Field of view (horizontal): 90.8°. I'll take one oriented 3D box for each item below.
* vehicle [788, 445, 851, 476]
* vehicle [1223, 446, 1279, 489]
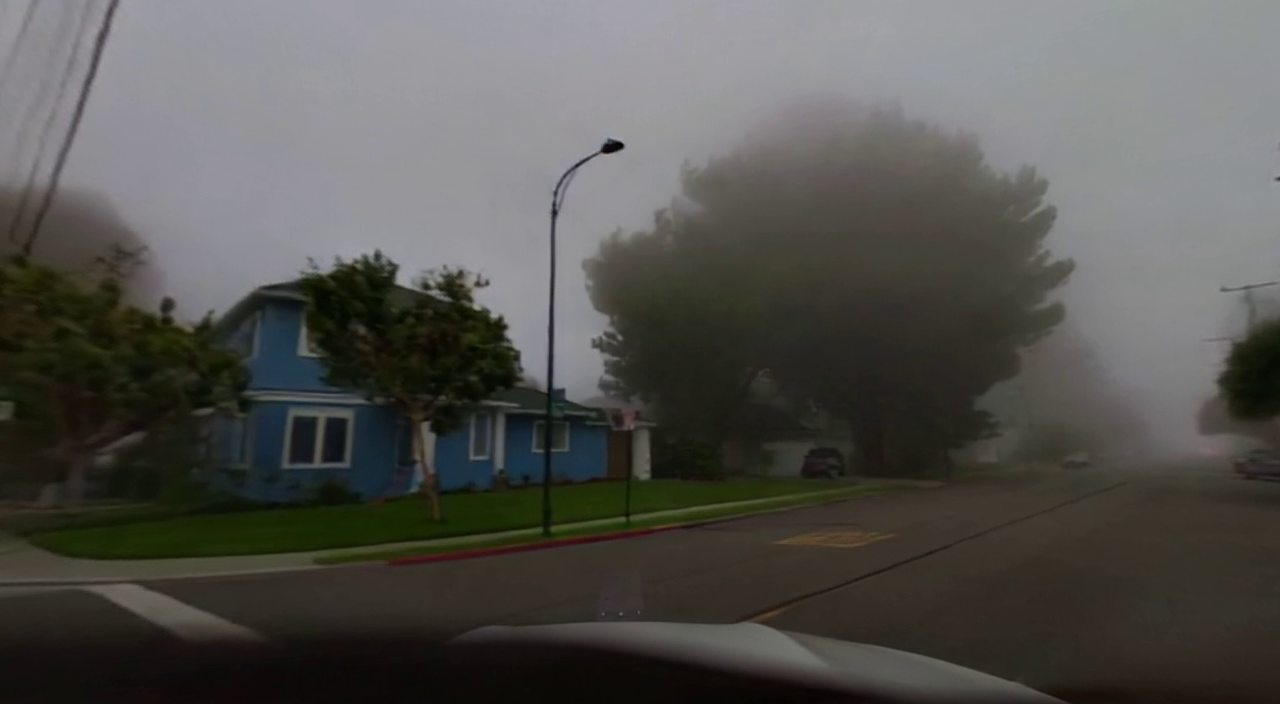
[{"bbox_3d":[11.862,7.171,41.505,2.034,1.829,5.161,-8,-14,38],"label":"vehicle"},{"bbox_3d":[29.304,5.351,29.718,2.114,1.858,5.144,-7,-11,37],"label":"vehicle"}]
